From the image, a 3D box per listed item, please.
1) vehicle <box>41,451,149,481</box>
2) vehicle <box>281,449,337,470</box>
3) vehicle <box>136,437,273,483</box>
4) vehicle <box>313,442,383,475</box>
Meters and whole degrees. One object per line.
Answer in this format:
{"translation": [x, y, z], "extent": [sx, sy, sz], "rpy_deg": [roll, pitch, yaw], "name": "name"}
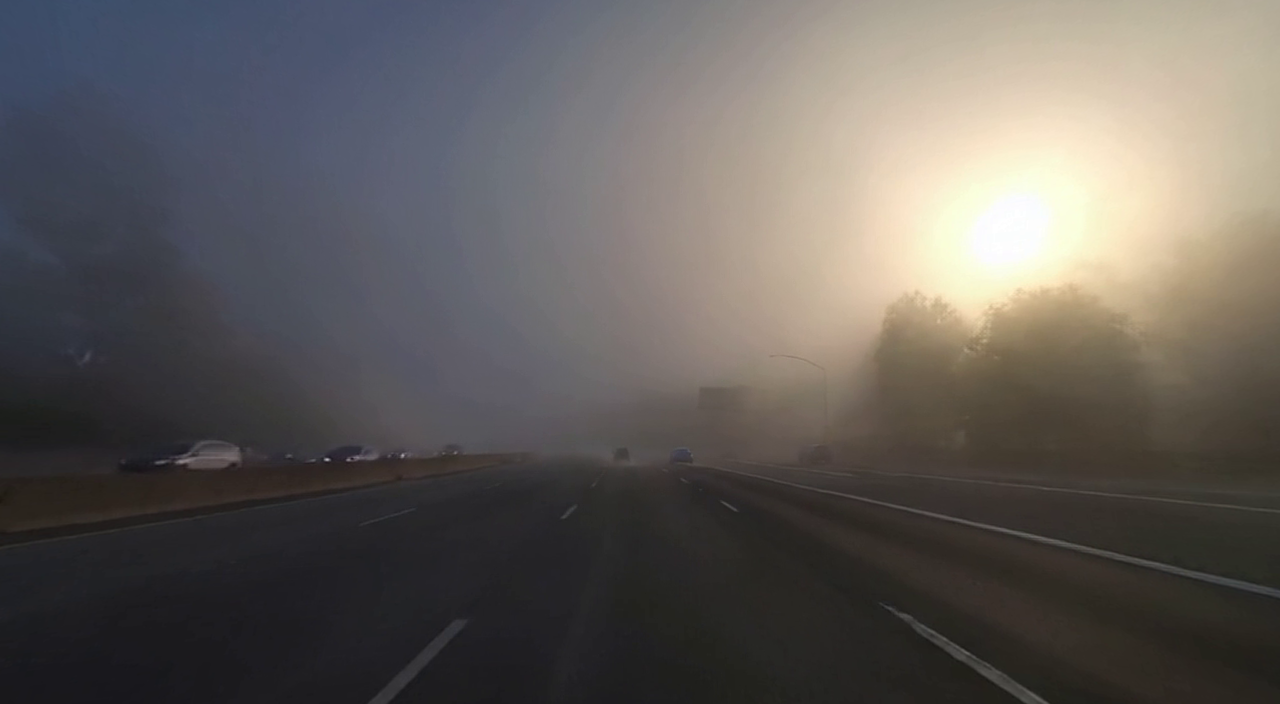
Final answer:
{"translation": [-29.593, 6.155, 34.397], "extent": [1.851, 1.499, 4.664], "rpy_deg": [0, -9, -2], "name": "vehicle"}
{"translation": [-25.220, 8.225, 48.191], "extent": [1.872, 1.494, 4.752], "rpy_deg": [0, -9, -2], "name": "vehicle"}
{"translation": [-21.130, 5.294, 31.054], "extent": [2.405, 1.998, 6.150], "rpy_deg": [0, -9, -1], "name": "vehicle"}
{"translation": [-17.264, 6.322, 37.482], "extent": [2.027, 1.796, 4.612], "rpy_deg": [0, -9, -2], "name": "vehicle"}
